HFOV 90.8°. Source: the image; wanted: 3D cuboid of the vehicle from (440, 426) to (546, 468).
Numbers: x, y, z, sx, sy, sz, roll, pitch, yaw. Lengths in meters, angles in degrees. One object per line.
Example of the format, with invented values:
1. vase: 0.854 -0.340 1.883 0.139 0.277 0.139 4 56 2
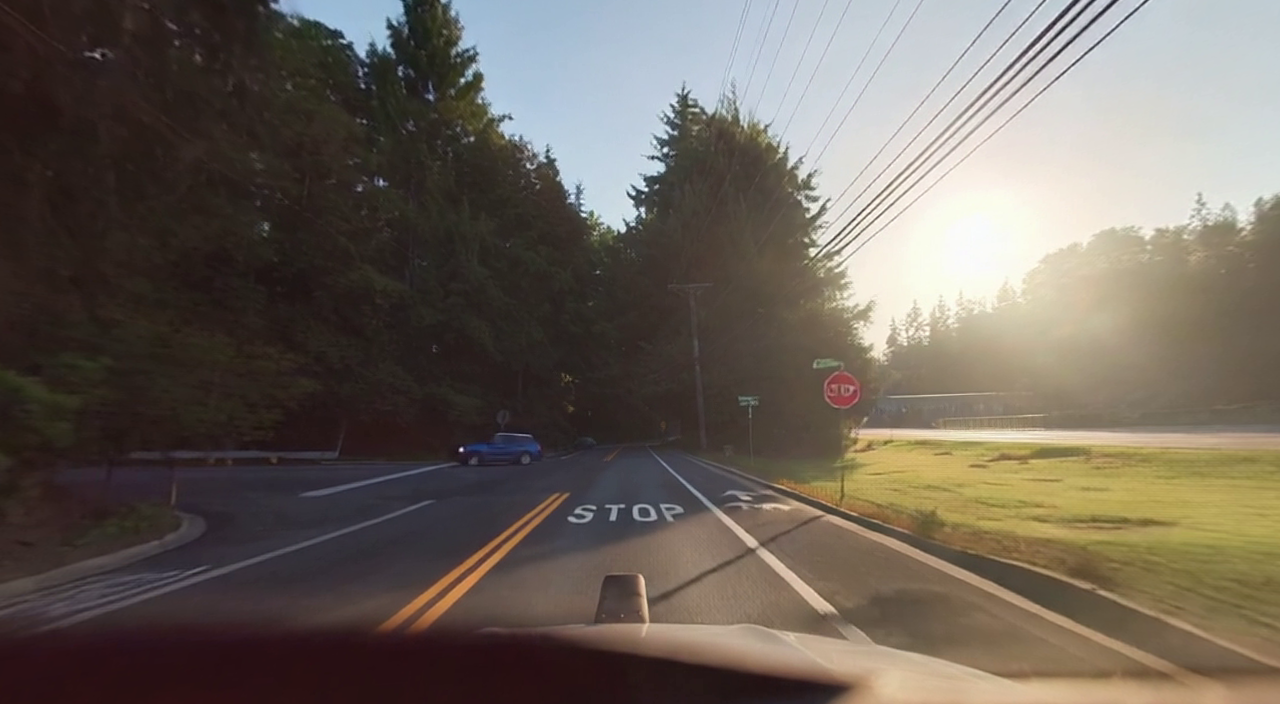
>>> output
1. vehicle: -7.526 4.921 32.781 2.348 1.973 5.020 -6 -10 35
